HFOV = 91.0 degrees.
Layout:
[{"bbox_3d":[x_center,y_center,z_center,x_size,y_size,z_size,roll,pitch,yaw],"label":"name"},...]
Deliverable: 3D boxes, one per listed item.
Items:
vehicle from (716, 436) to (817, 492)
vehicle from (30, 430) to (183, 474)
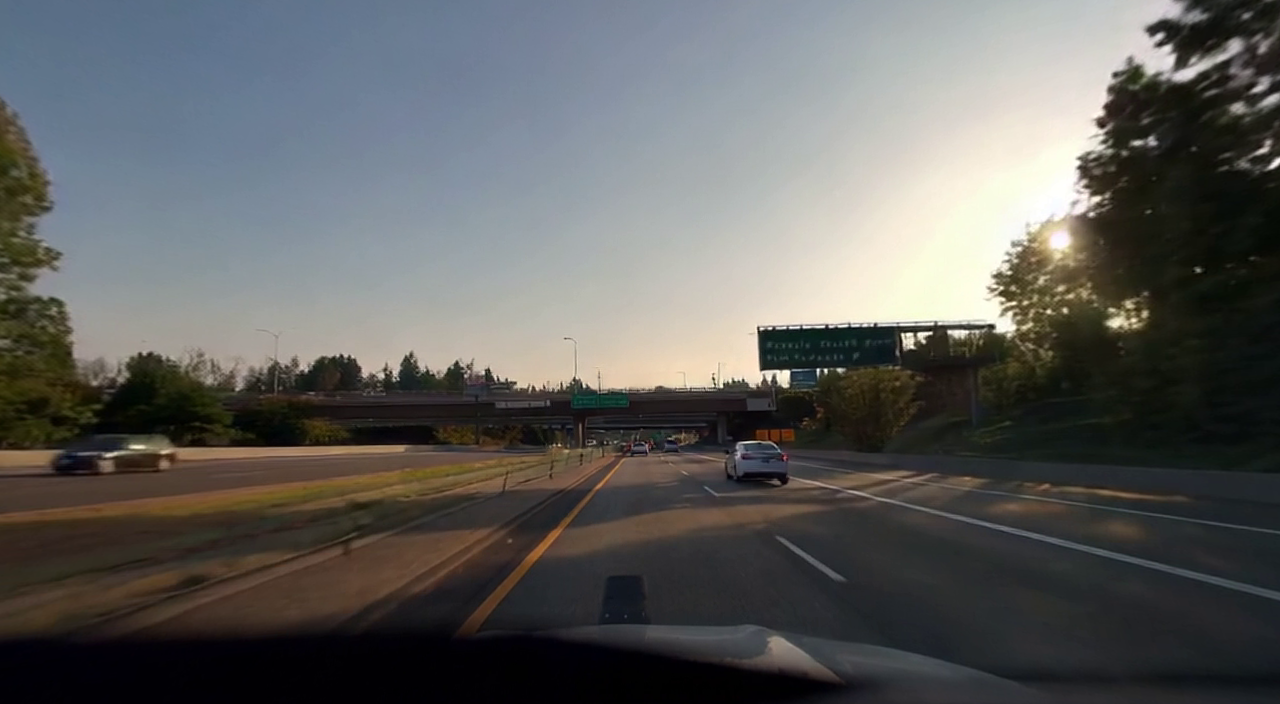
[{"bbox_3d":[3.625,3.296,18.973,2.091,1.482,4.522,0,-8,0],"label":"vehicle"},{"bbox_3d":[-19.600,3.683,23.417,1.938,1.456,4.255,0,-8,0],"label":"vehicle"}]
